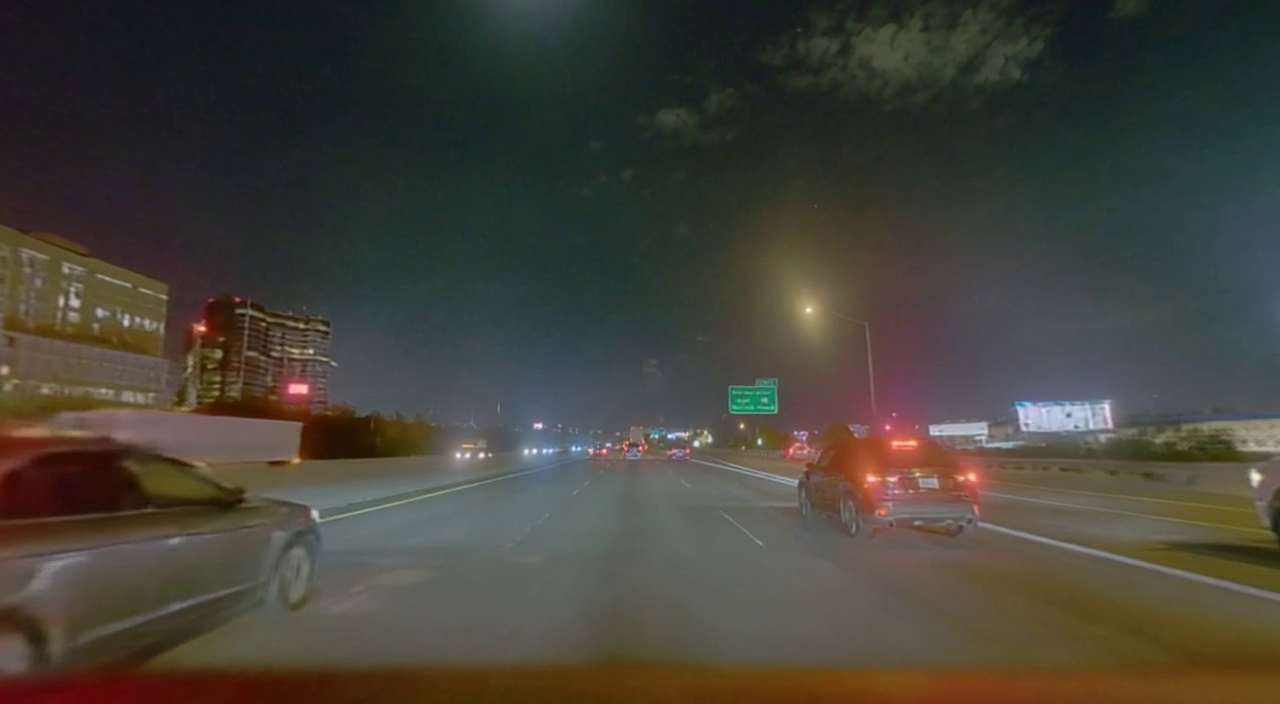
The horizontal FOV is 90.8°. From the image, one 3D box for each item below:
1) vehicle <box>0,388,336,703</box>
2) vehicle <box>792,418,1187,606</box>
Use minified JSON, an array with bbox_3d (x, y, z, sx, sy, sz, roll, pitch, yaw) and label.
[{"bbox_3d":[-3.360,0.964,2.747,1.879,1.526,4.483,0,-9,-1],"label":"vehicle"},{"bbox_3d":[3.396,1.641,7.442,1.987,1.509,4.512,0,-9,-1],"label":"vehicle"}]
